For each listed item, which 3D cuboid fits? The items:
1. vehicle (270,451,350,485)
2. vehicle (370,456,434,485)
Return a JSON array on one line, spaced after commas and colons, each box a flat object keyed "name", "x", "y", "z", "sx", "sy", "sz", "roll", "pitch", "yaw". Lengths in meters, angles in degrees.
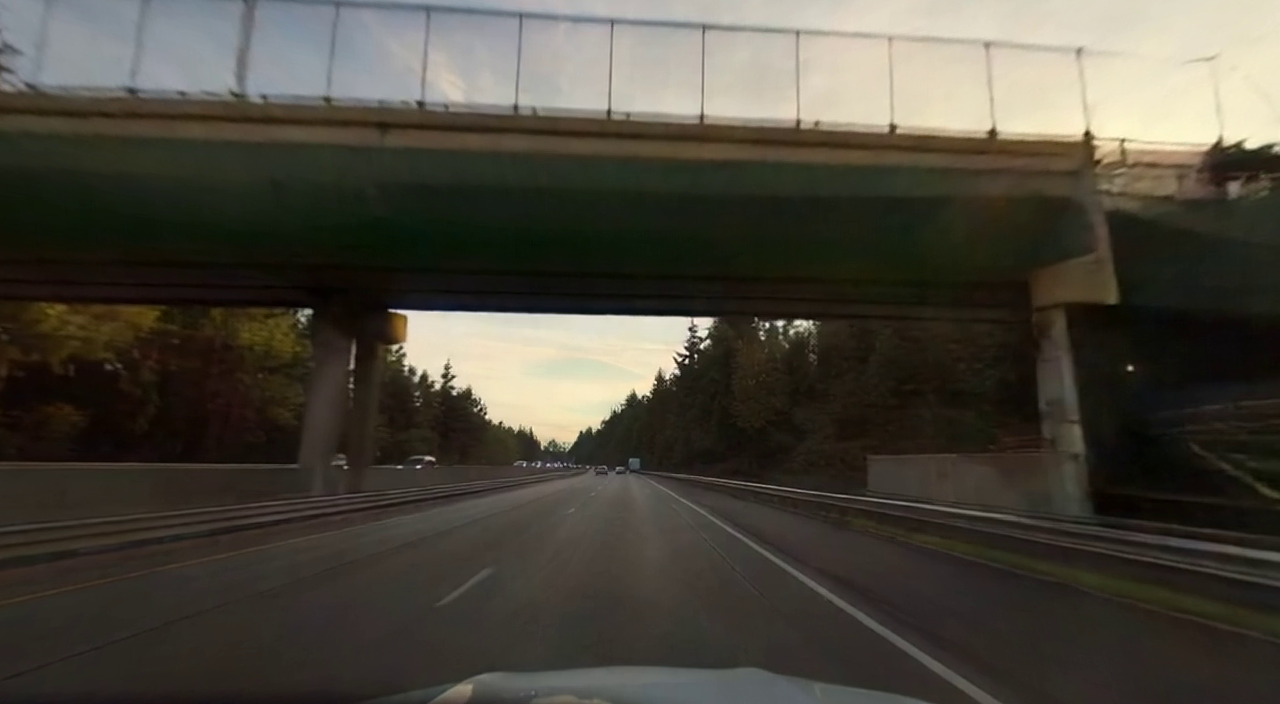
[{"name": "vehicle", "x": -17.144, "y": 6.074, "z": 32.978, "sx": 1.942, "sy": 1.617, "sz": 4.080, "roll": 1, "pitch": -11, "yaw": -1}, {"name": "vehicle", "x": -13.340, "y": 6.687, "z": 35.630, "sx": 1.912, "sy": 1.470, "sz": 4.330, "roll": 1, "pitch": -11, "yaw": 0}]
